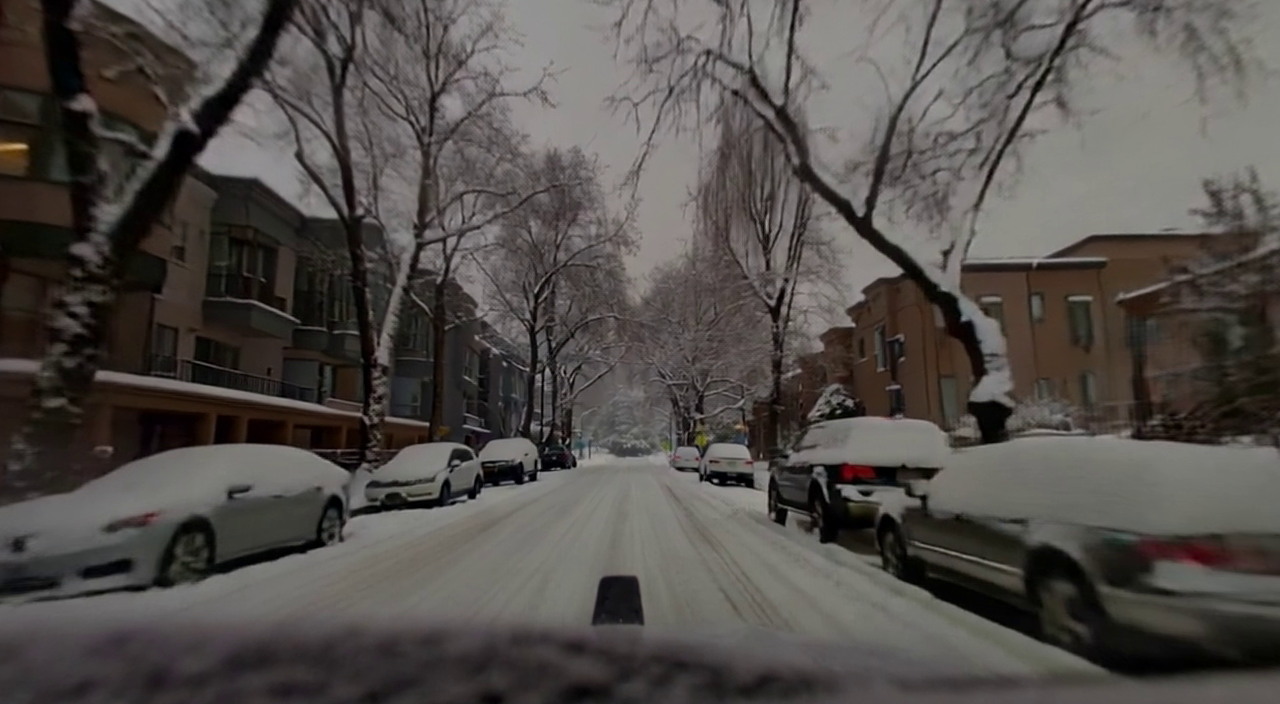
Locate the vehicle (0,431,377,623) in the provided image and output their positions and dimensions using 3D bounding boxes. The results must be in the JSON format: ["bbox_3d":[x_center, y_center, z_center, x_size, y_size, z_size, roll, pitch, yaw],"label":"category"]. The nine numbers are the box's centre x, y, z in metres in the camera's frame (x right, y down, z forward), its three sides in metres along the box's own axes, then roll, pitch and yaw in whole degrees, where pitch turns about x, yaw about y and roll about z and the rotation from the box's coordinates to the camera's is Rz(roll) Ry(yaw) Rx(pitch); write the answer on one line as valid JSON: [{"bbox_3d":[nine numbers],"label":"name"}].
[{"bbox_3d":[-5.649,1.937,8.249,2.256,1.590,5.488,-2,-8,-2],"label":"vehicle"}]

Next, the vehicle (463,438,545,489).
[{"bbox_3d":[-5.908,4.898,28.192,2.499,2.008,5.293,0,-8,0],"label":"vehicle"}]

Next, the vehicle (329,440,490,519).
[{"bbox_3d":[-6.046,3.373,17.526,2.431,1.718,5.431,-3,-8,0],"label":"vehicle"}]

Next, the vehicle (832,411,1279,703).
[{"bbox_3d":[3.553,1.497,5.793,1.988,1.652,5.017,0,-8,0],"label":"vehicle"}]

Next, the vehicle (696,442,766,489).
[{"bbox_3d":[3.803,4.843,27.412,2.137,1.848,4.953,0,-8,-2],"label":"vehicle"}]
